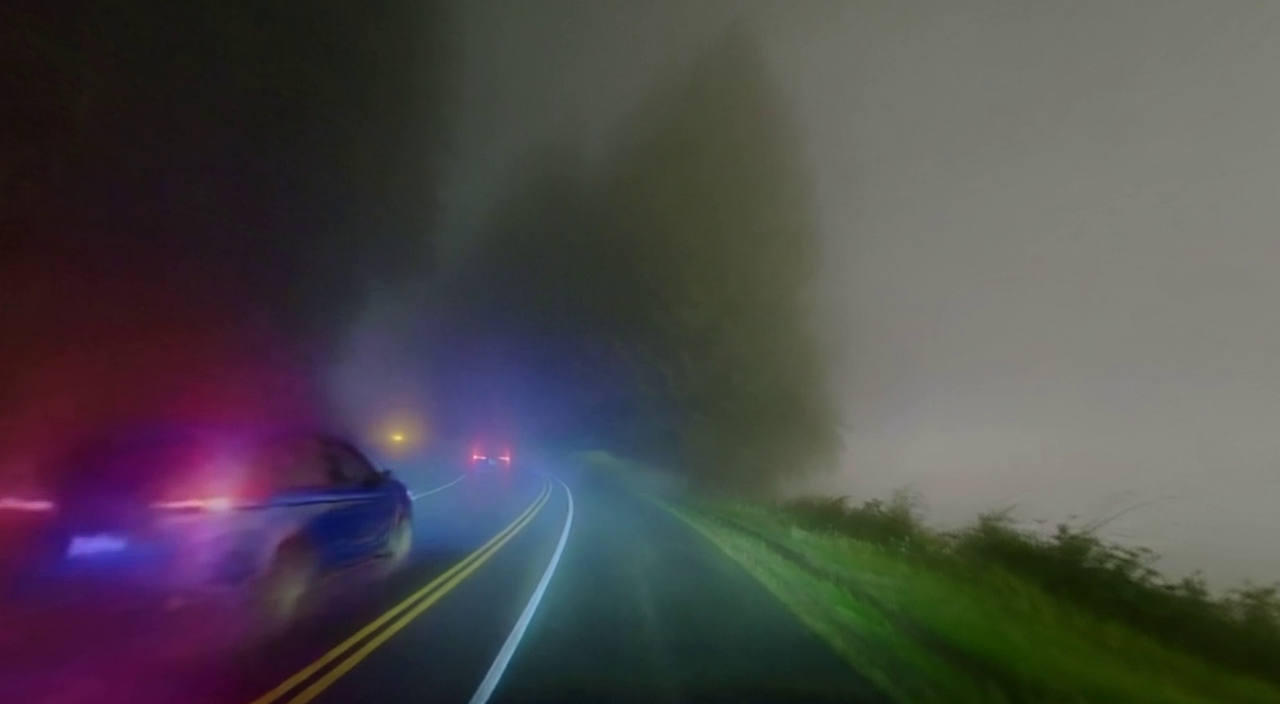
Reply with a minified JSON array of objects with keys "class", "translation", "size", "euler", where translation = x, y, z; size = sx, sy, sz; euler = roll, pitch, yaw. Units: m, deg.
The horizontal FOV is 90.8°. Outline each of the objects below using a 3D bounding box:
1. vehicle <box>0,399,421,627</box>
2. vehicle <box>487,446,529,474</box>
[{"class":"vehicle","translation":[-4.559,1.696,7.782],"size":[2.104,1.851,4.992],"euler":[0,-9,-2]},{"class":"vehicle","translation":[-7.488,6.170,36.265],"size":[2.042,1.483,4.288],"euler":[1,-9,-7]}]
